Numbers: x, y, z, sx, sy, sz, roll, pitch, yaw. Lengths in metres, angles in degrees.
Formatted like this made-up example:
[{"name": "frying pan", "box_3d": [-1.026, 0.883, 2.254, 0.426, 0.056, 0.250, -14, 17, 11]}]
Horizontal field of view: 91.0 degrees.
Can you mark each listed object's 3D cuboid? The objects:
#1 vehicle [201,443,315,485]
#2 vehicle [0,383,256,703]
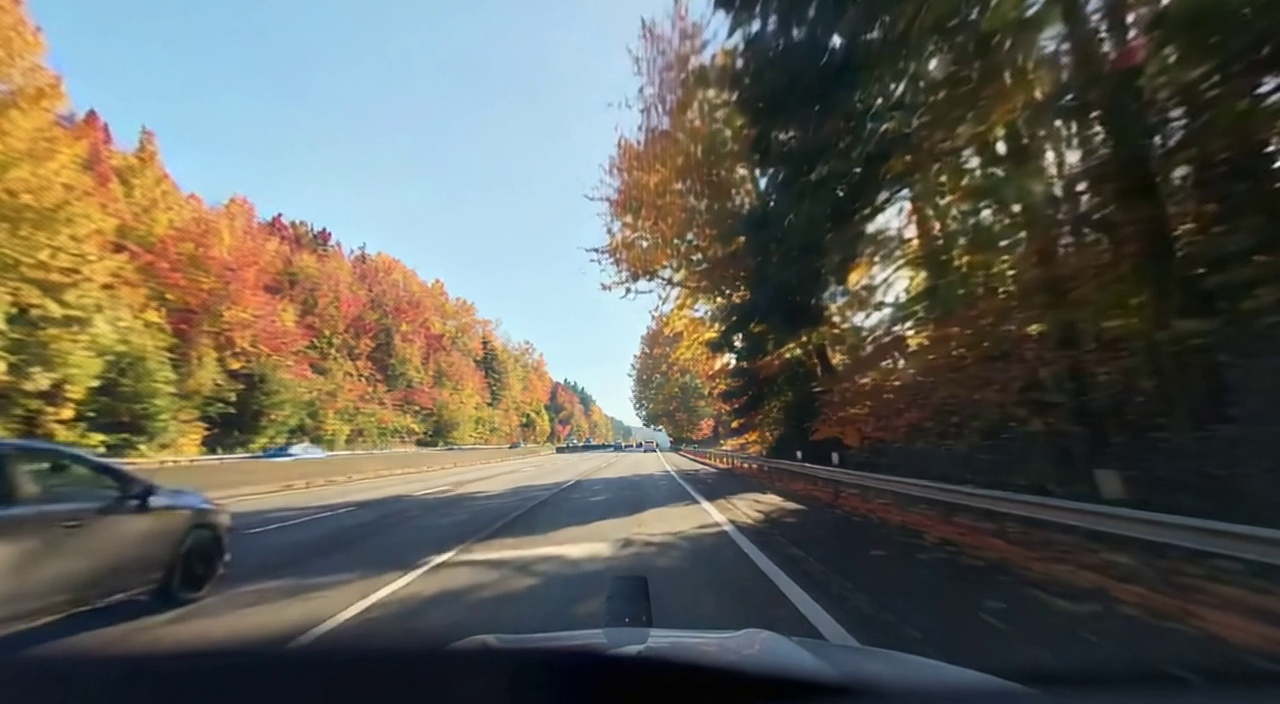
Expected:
[{"name": "vehicle", "box_3d": [-15.369, 4.493, 25.622, 1.927, 1.519, 4.301, 0, -8, 0]}, {"name": "vehicle", "box_3d": [-4.273, 0.945, 2.876, 2.123, 1.643, 4.479, 0, -8, 1]}]
